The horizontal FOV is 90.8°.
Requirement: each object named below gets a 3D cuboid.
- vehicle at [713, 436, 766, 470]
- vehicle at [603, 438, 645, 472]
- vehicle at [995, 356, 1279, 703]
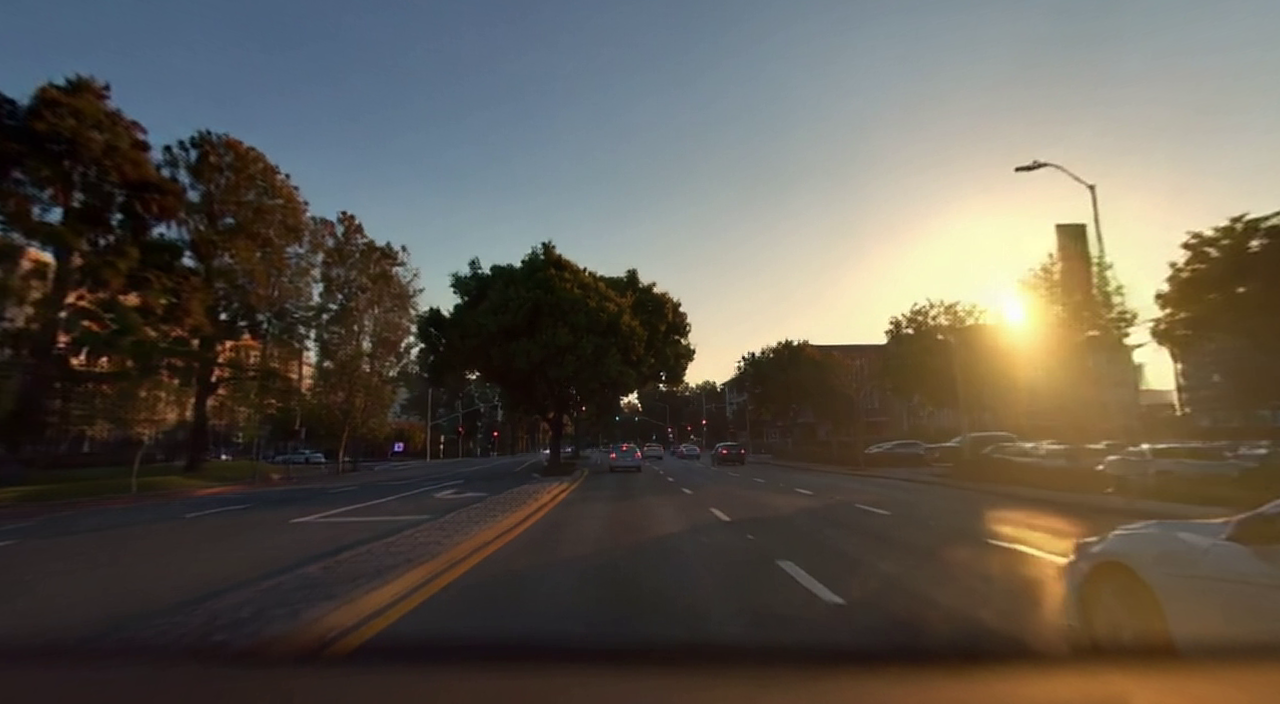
[{"bbox_3d":[6.008,6.154,38.709,2.052,1.886,5.297,0,-9,-4],"label":"vehicle"},{"bbox_3d":[-0.914,5.497,33.879,2.101,1.641,4.341,0,-9,-3],"label":"vehicle"},{"bbox_3d":[3.478,0.779,2.018,1.893,1.664,4.670,0,-9,-1],"label":"vehicle"}]
